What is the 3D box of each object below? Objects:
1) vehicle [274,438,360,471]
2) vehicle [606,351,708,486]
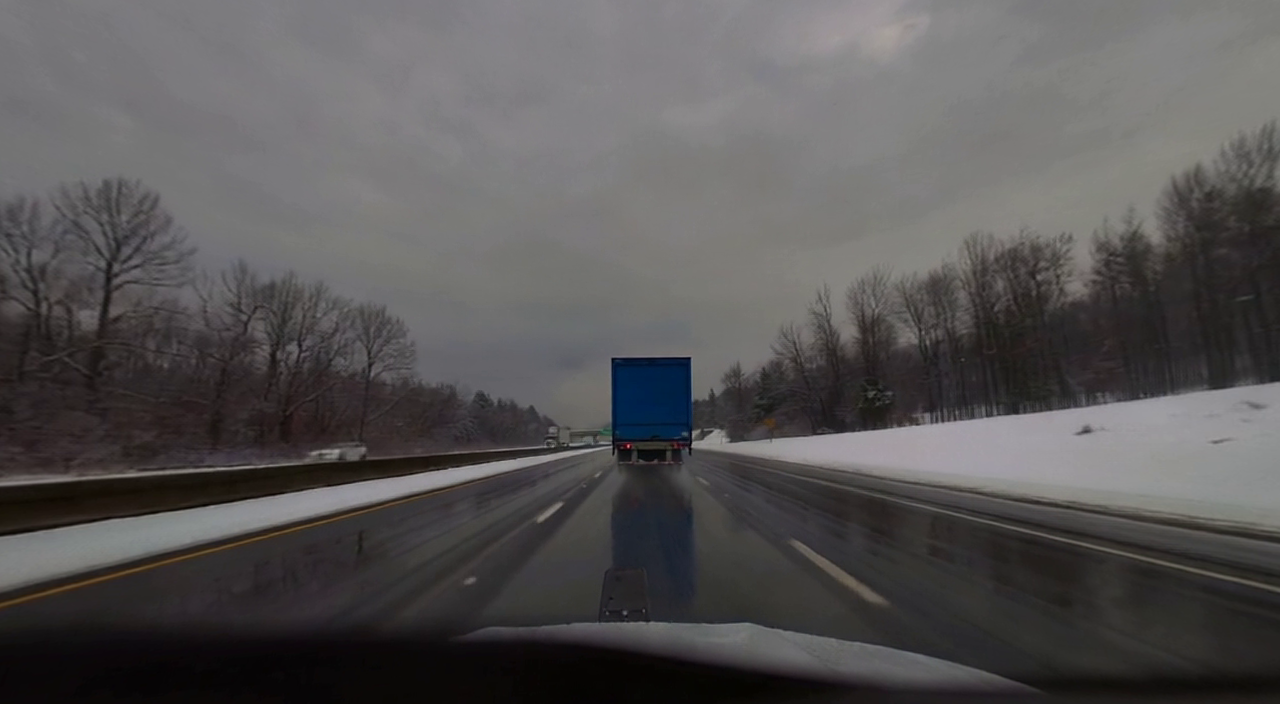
[{"bbox_3d":[-16.791,5.345,32.922,2.022,1.612,4.535,0,-8,1],"label":"vehicle"},{"bbox_3d":[0.502,2.710,23.986,3.010,4.039,10.481,0,-8,0],"label":"vehicle"}]
